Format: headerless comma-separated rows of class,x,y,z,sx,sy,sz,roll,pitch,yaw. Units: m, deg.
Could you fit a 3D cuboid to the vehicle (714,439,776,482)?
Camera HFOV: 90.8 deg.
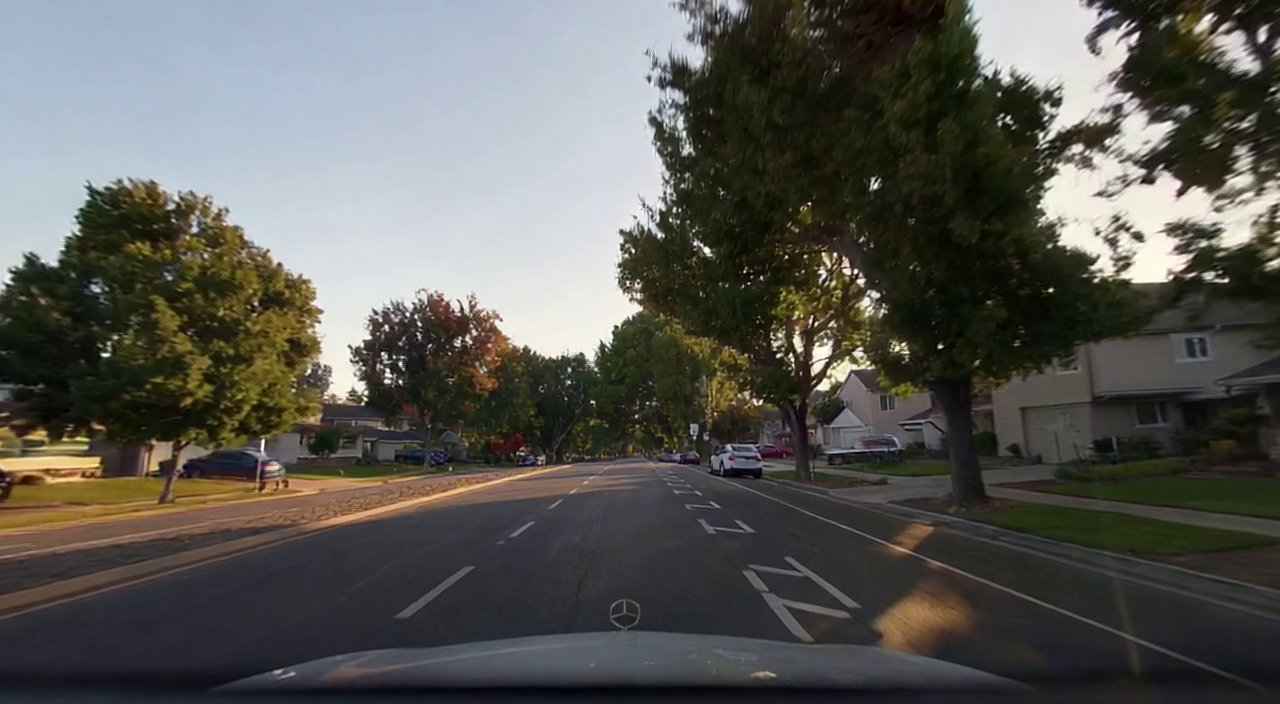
vehicle,4.911,5.157,30.216,2.082,1.763,4.718,3,-9,0

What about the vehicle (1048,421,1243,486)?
vehicle,15.211,3.091,19.255,4.108,1.734,1.898,-2,-9,5

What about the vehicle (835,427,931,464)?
vehicle,15.601,6.052,40.823,5.096,1.931,2.288,-4,-9,2

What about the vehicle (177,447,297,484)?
vehicle,-20.574,5.793,32.392,4.818,1.625,2.012,1,-8,5
